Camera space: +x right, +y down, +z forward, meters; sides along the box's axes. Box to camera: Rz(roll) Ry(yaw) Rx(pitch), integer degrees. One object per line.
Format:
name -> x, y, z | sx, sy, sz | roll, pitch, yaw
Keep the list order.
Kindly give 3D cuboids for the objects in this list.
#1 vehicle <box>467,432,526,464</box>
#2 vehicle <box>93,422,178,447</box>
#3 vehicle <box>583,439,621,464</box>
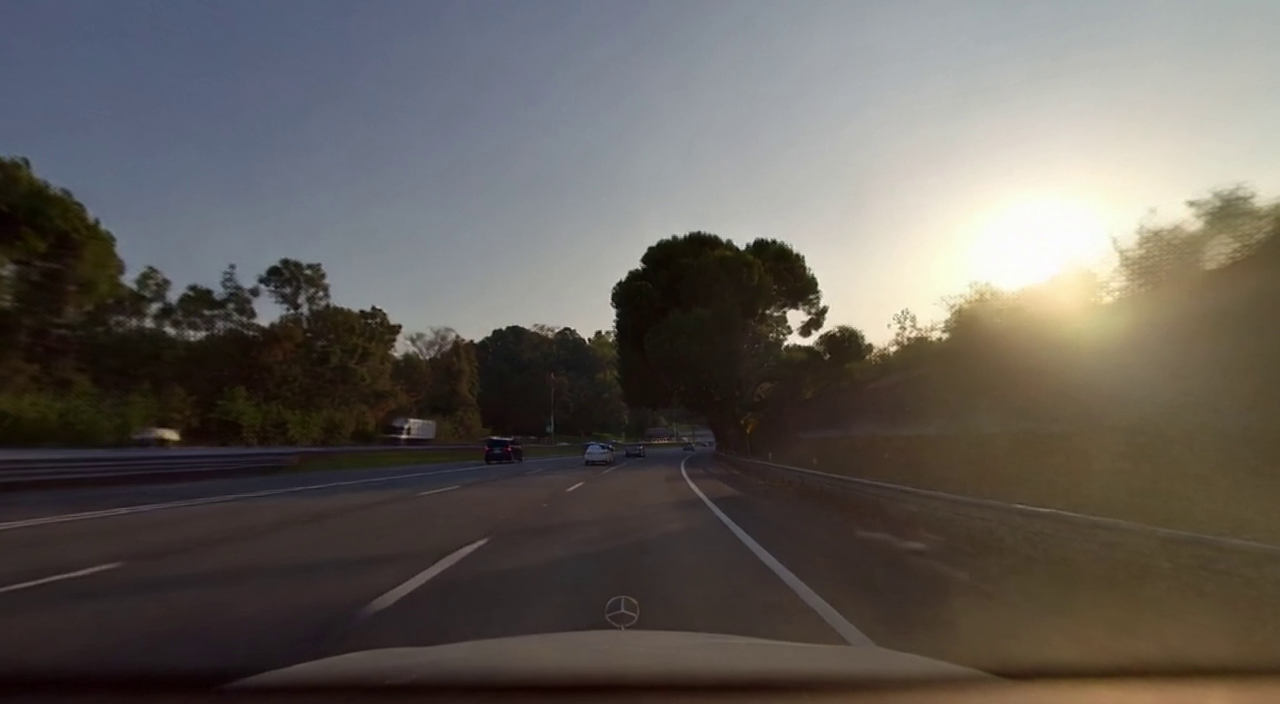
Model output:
vehicle -> -9.490, 6.430, 42.207 | 2.264, 1.980, 5.574 | 0, -9, 4
vehicle -> -32.394, 5.363, 40.606 | 1.808, 1.511, 4.342 | 0, -9, 1
vehicle -> -2.585, 6.932, 43.968 | 2.035, 1.673, 4.469 | 0, -9, 4
